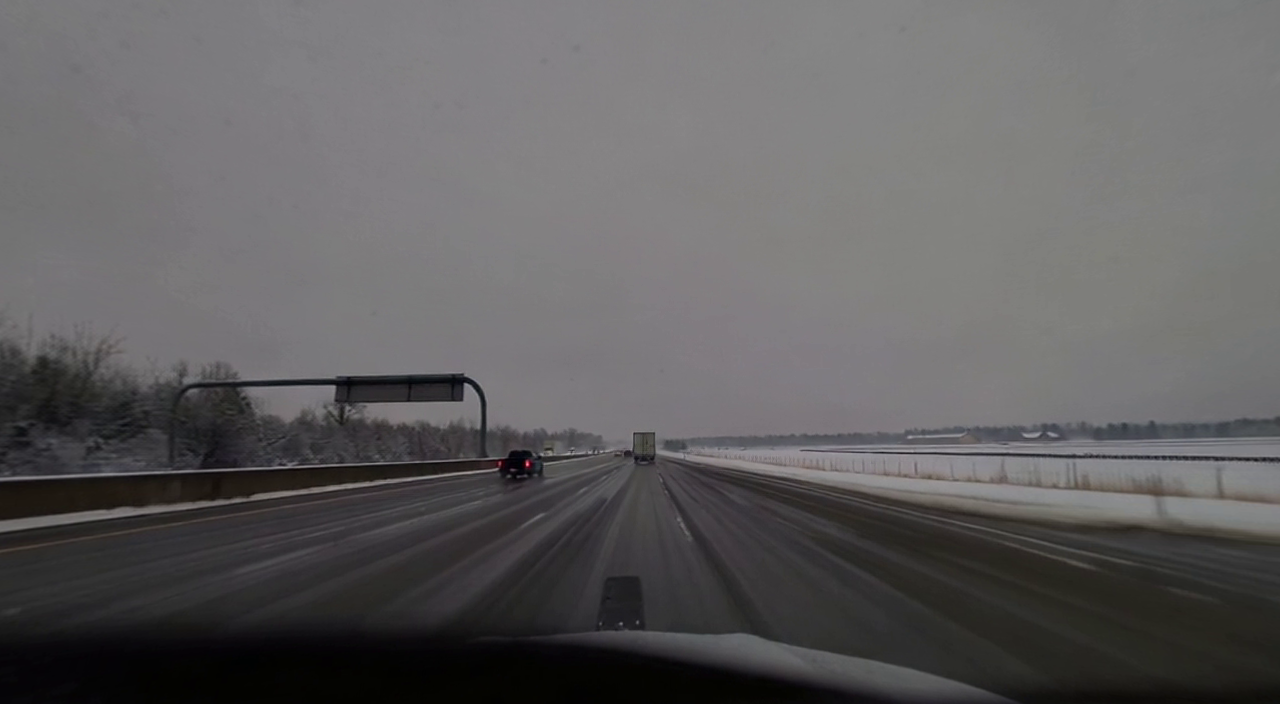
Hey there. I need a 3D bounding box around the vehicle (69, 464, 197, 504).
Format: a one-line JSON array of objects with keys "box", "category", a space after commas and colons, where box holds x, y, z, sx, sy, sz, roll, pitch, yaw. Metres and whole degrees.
[{"box": [-21.922, 5.683, 27.555, 1.795, 1.484, 4.539, 0, -9, 0], "category": "vehicle"}]

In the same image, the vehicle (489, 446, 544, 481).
[{"box": [-6.947, 6.295, 35.935, 2.052, 1.817, 4.744, 0, -9, 1], "category": "vehicle"}]
